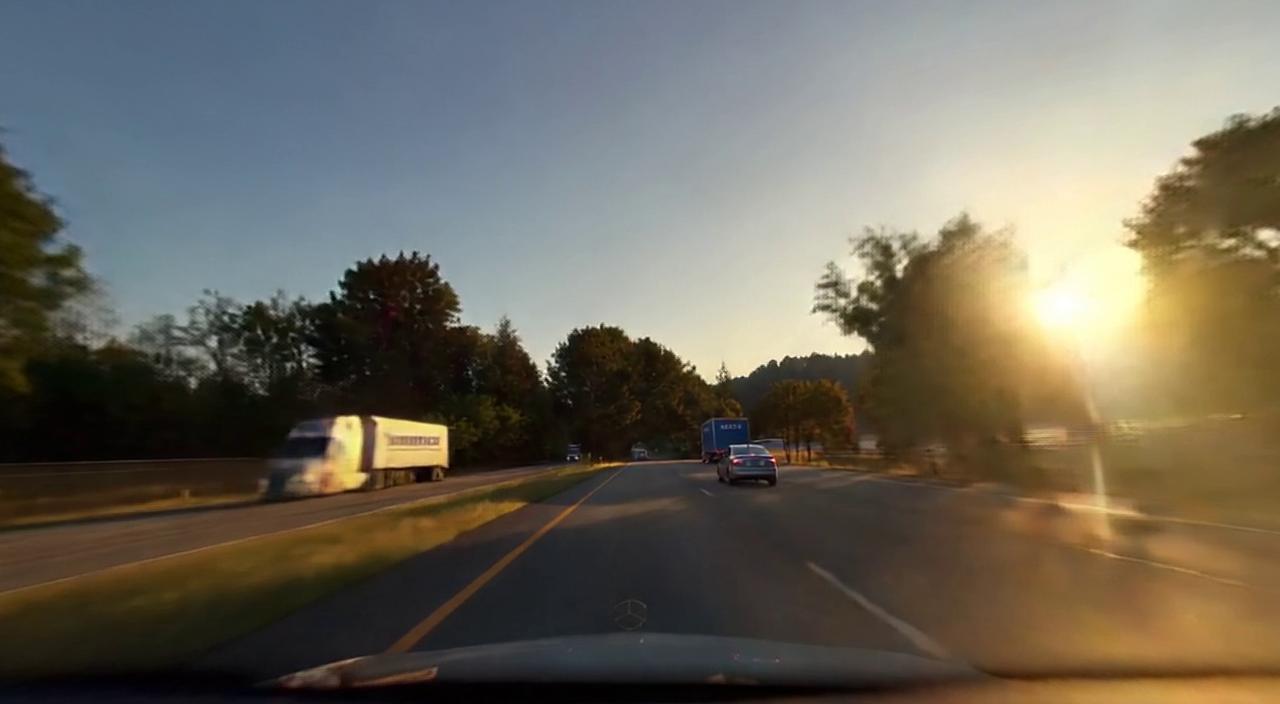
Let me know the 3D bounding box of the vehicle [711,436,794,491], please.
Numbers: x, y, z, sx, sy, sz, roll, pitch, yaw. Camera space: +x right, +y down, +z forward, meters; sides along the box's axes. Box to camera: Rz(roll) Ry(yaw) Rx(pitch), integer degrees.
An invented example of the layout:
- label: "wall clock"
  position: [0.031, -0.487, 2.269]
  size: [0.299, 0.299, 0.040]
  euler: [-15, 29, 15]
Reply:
- label: "vehicle"
  position: [3.886, 3.939, 22.537]
  size: [2.093, 1.742, 4.167]
  euler: [0, -9, -1]

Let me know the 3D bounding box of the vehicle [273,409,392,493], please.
- label: "vehicle"
  position: [-15.400, 5.039, 32.193]
  size: [2.984, 3.868, 5.911]
  euler: [0, -9, 0]
